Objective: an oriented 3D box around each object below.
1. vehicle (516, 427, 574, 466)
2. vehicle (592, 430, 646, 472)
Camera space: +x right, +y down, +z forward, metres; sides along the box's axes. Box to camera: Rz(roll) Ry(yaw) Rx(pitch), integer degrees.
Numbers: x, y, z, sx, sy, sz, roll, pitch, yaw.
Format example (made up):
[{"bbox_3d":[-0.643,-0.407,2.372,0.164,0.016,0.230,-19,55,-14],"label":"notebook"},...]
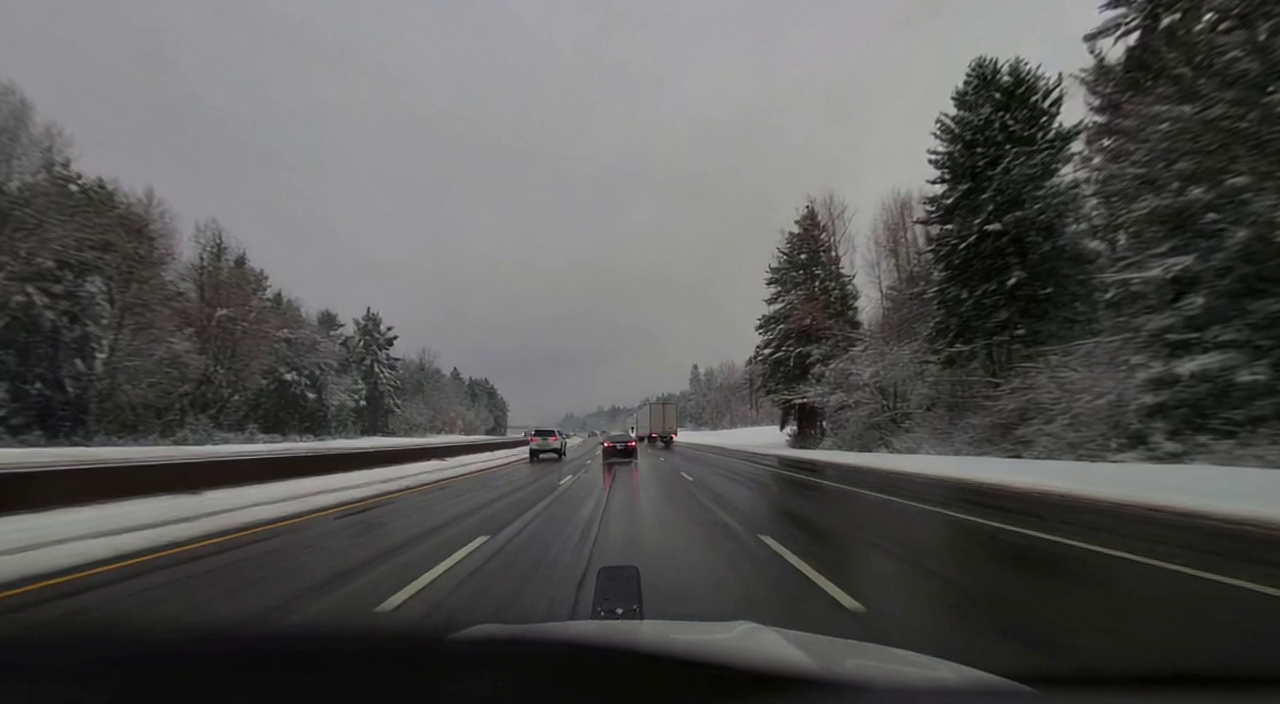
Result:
[{"bbox_3d":[-4.699,4.747,31.800,2.234,1.773,5.134,0,-8,-1],"label":"vehicle"},{"bbox_3d":[-0.833,4.049,25.911,2.048,1.563,4.087,0,-8,-1],"label":"vehicle"}]
